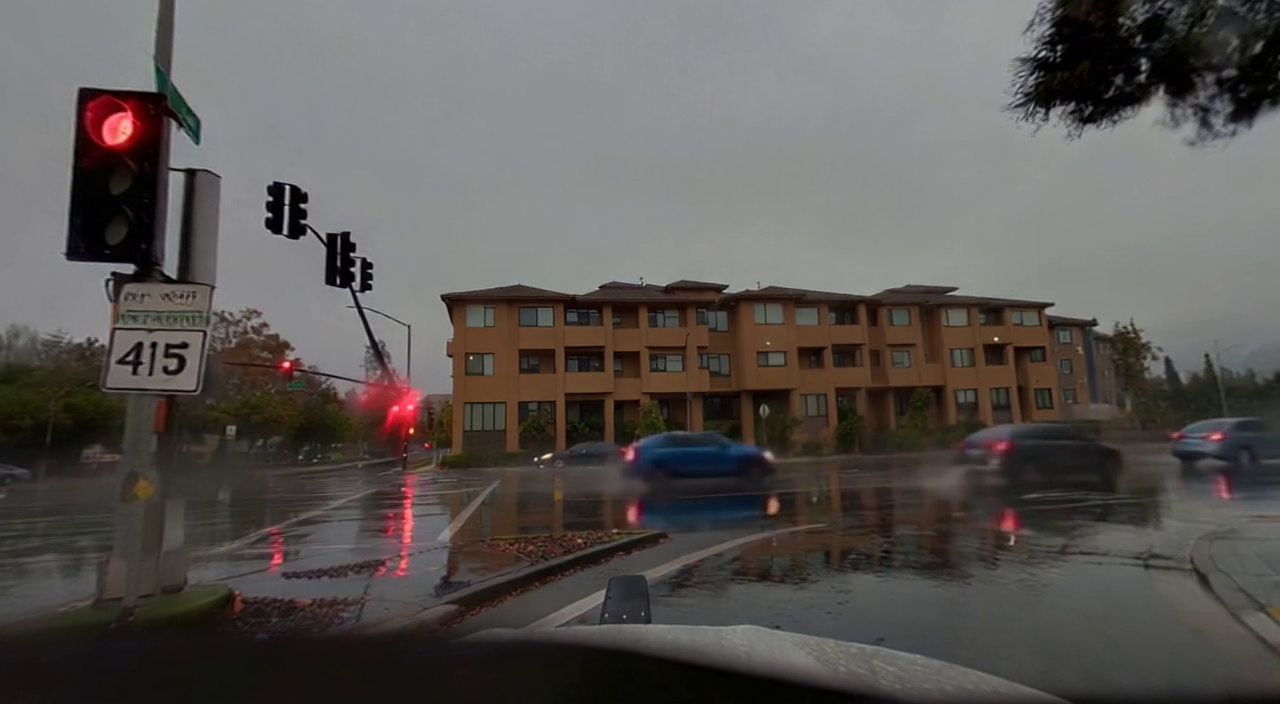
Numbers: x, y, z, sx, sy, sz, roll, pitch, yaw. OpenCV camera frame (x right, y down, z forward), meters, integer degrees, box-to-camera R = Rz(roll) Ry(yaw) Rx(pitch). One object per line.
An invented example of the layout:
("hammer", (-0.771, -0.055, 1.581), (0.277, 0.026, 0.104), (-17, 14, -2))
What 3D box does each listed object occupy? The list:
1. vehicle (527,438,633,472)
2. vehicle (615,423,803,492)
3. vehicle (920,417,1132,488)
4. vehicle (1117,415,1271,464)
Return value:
("vehicle", (-2.619, 4.462, 27.472), (4.289, 1.415, 1.774), (2, -9, -17))
("vehicle", (1.837, 2.851, 17.272), (4.711, 1.688, 1.915), (2, -9, -16))
("vehicle", (9.880, 2.560, 16.263), (4.581, 1.650, 1.958), (2, -9, -16))
("vehicle", (20.528, 3.246, 23.415), (4.719, 1.671, 1.985), (2, -9, -17))
